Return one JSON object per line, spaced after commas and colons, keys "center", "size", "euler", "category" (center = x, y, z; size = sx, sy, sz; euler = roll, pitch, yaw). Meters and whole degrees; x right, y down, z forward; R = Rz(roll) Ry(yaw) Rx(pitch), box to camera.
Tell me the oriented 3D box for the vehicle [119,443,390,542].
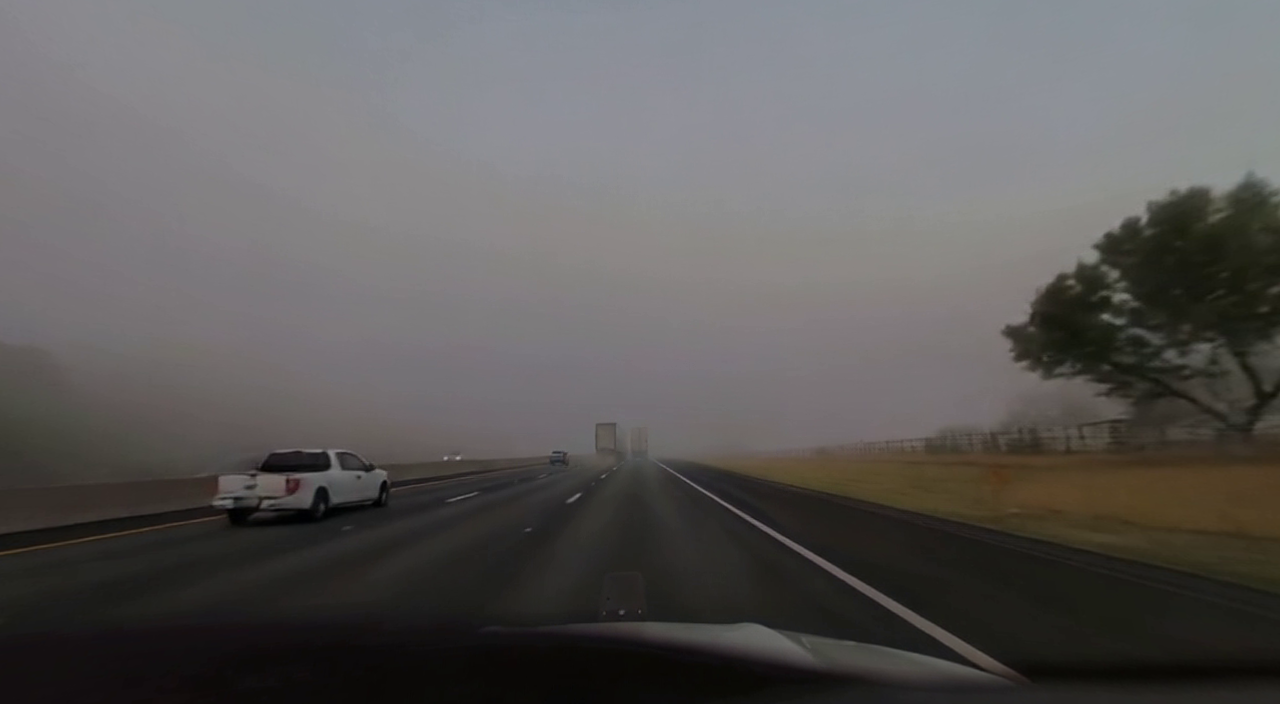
{"center": [-6.850, 2.532, 12.120], "size": [2.036, 1.474, 5.011], "euler": [0, -9, 0], "category": "vehicle"}
